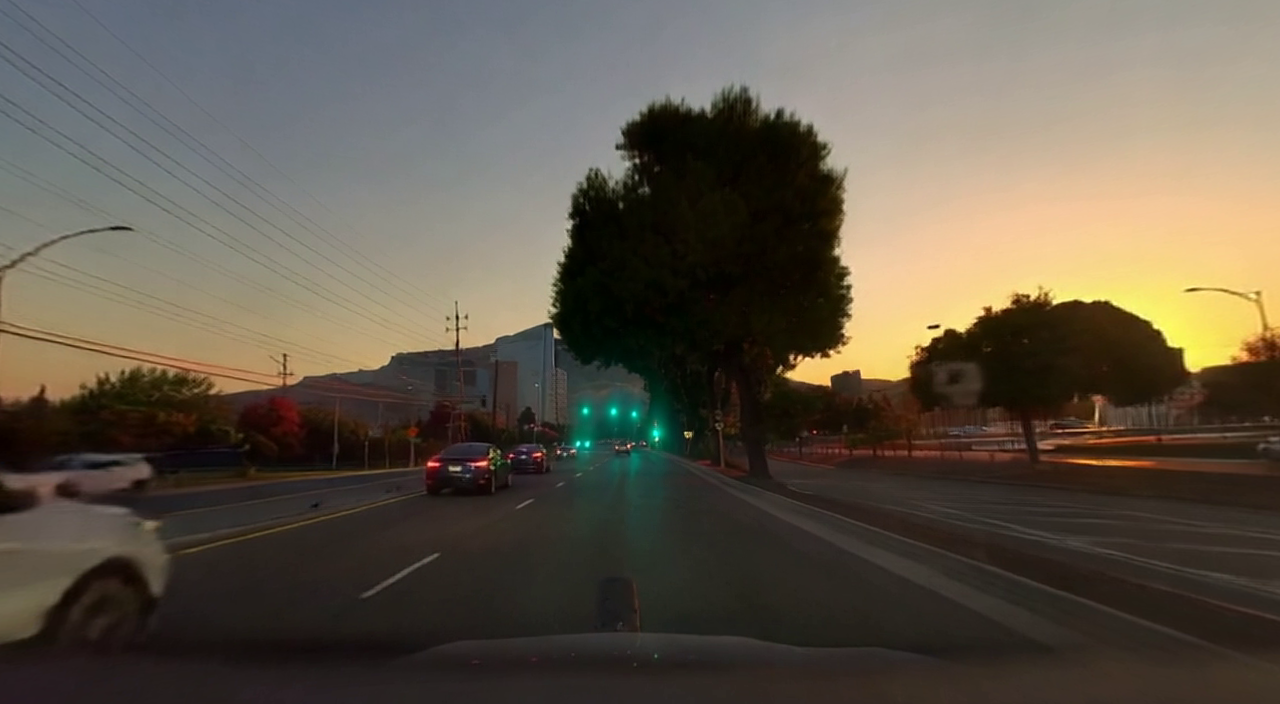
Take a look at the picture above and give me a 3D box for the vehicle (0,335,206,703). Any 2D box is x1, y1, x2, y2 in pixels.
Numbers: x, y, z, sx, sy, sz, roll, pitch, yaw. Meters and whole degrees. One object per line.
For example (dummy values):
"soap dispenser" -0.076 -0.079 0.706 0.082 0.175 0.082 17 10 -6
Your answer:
"vehicle" -3.910 0.692 1.805 2.189 1.807 4.467 0 -9 -1

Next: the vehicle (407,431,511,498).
"vehicle" -5.083 3.221 18.399 2.041 1.698 4.094 0 -9 -4

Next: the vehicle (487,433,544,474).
"vehicle" -6.097 5.033 31.530 2.337 1.862 4.924 1 -9 -6
